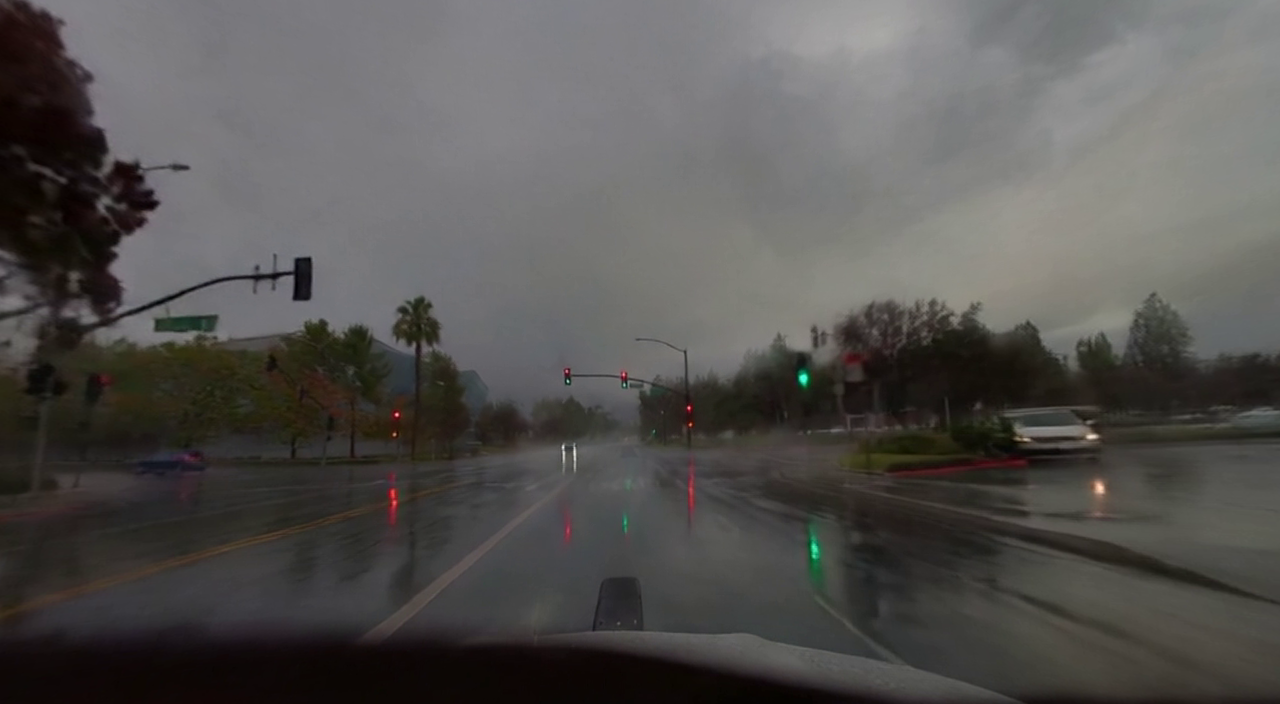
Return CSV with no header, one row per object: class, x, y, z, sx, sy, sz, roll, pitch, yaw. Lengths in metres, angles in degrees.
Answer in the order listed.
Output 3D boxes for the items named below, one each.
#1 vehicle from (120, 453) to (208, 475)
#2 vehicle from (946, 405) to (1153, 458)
vehicle,-34.546,8.140,46.007,4.660,1.478,2.007,0,-8,-3
vehicle,11.882,2.354,18.632,4.670,1.476,2.042,0,-8,-1
